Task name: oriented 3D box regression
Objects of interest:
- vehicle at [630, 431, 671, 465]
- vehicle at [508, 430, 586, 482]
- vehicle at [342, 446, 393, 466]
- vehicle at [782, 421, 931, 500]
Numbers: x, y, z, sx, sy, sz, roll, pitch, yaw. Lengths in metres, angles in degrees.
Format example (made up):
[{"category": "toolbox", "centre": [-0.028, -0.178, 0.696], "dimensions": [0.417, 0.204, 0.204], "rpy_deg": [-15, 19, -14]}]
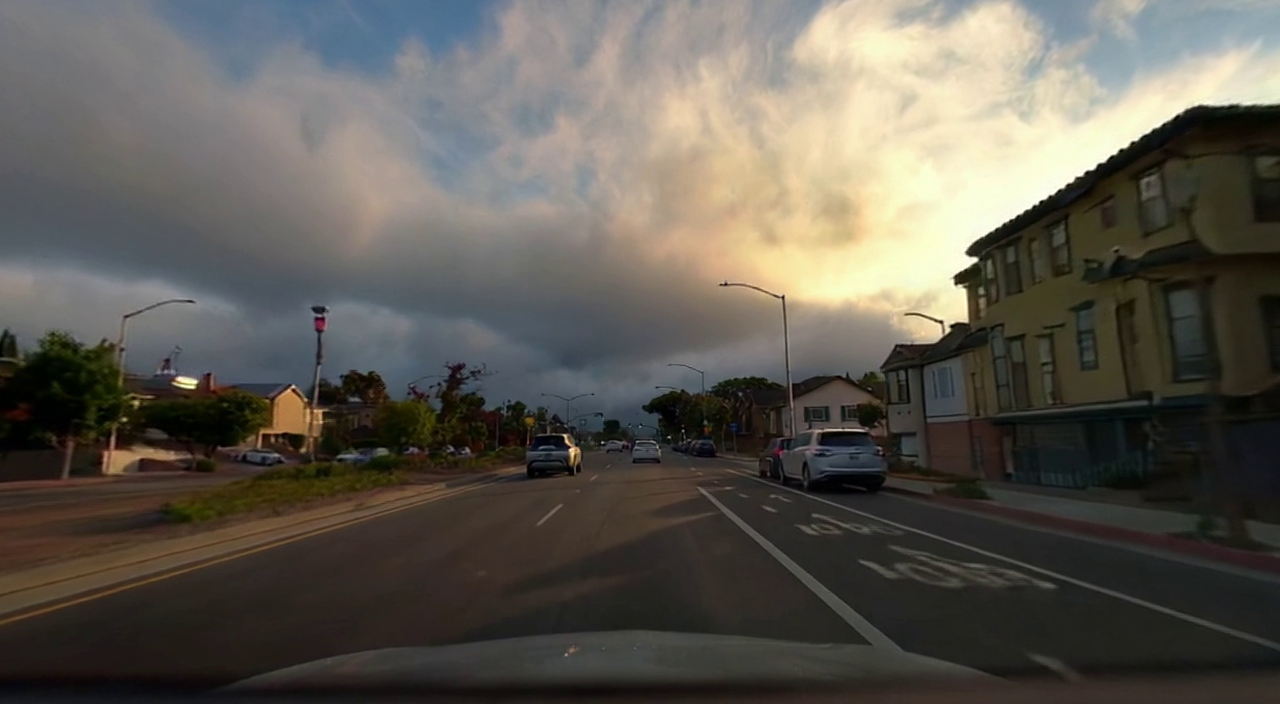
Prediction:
[{"category": "vehicle", "centre": [0.599, 5.674, 37.310], "dimensions": [2.273, 1.851, 5.075], "rpy_deg": [0, -8, 0]}, {"category": "vehicle", "centre": [-3.443, 3.958, 24.315], "dimensions": [2.233, 1.775, 4.491], "rpy_deg": [0, -8, 1]}, {"category": "vehicle", "centre": [-19.669, 7.493, 45.739], "dimensions": [1.739, 1.397, 4.268], "rpy_deg": [0, -8, 1]}, {"category": "vehicle", "centre": [5.806, 3.019, 17.965], "dimensions": [2.217, 1.874, 5.660], "rpy_deg": [0, -8, 0]}]
